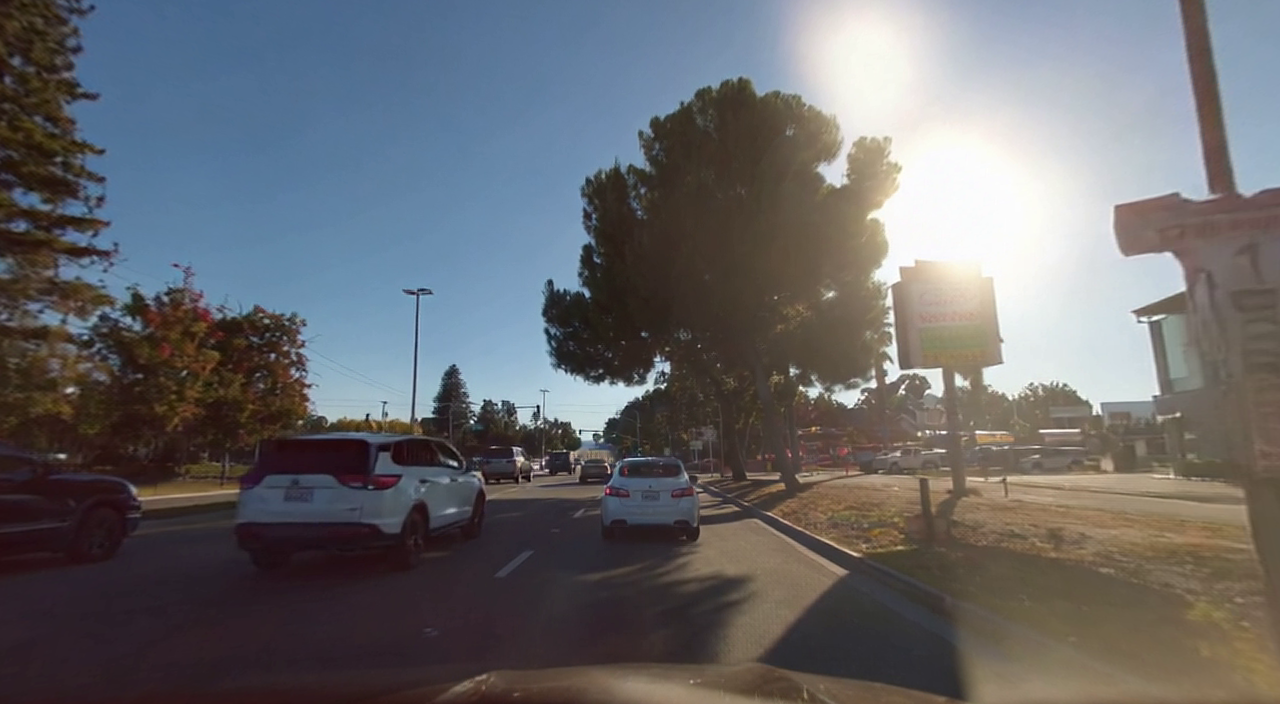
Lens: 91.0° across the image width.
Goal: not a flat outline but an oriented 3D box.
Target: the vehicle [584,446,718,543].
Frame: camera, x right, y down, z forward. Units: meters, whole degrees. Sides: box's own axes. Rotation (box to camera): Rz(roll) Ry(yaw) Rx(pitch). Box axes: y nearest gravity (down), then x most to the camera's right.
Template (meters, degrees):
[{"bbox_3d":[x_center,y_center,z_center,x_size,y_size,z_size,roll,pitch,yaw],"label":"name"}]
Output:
[{"bbox_3d":[0.214,2.528,11.876,2.091,1.494,3.962,0,-8,1],"label":"vehicle"}]

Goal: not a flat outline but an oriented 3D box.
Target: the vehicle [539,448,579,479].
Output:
[{"bbox_3d":[-6.227,8.606,49.088,2.348,2.250,5.004,0,-8,2],"label":"vehicle"}]

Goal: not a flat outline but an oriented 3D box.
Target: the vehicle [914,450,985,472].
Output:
[{"bbox_3d":[22.602,7.985,46.061,4.220,1.550,1.935,-9,-13,43],"label":"vehicle"}]

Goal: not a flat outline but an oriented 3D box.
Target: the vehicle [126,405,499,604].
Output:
[{"bbox_3d":[-3.414,1.685,7.948,2.055,1.725,4.732,0,-8,1],"label":"vehicle"}]

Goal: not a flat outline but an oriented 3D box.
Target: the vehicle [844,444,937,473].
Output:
[{"bbox_3d":[18.420,7.820,46.471,5.852,1.962,2.323,-8,-11,42],"label":"vehicle"}]

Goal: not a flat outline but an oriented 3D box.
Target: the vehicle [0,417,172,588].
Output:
[{"bbox_3d":[-7.253,1.471,6.168,1.968,1.657,4.230,0,-8,1],"label":"vehicle"}]

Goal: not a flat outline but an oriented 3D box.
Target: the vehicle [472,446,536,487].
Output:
[{"bbox_3d":[-6.667,5.625,31.365,2.130,1.900,4.470,0,-8,1],"label":"vehicle"}]
